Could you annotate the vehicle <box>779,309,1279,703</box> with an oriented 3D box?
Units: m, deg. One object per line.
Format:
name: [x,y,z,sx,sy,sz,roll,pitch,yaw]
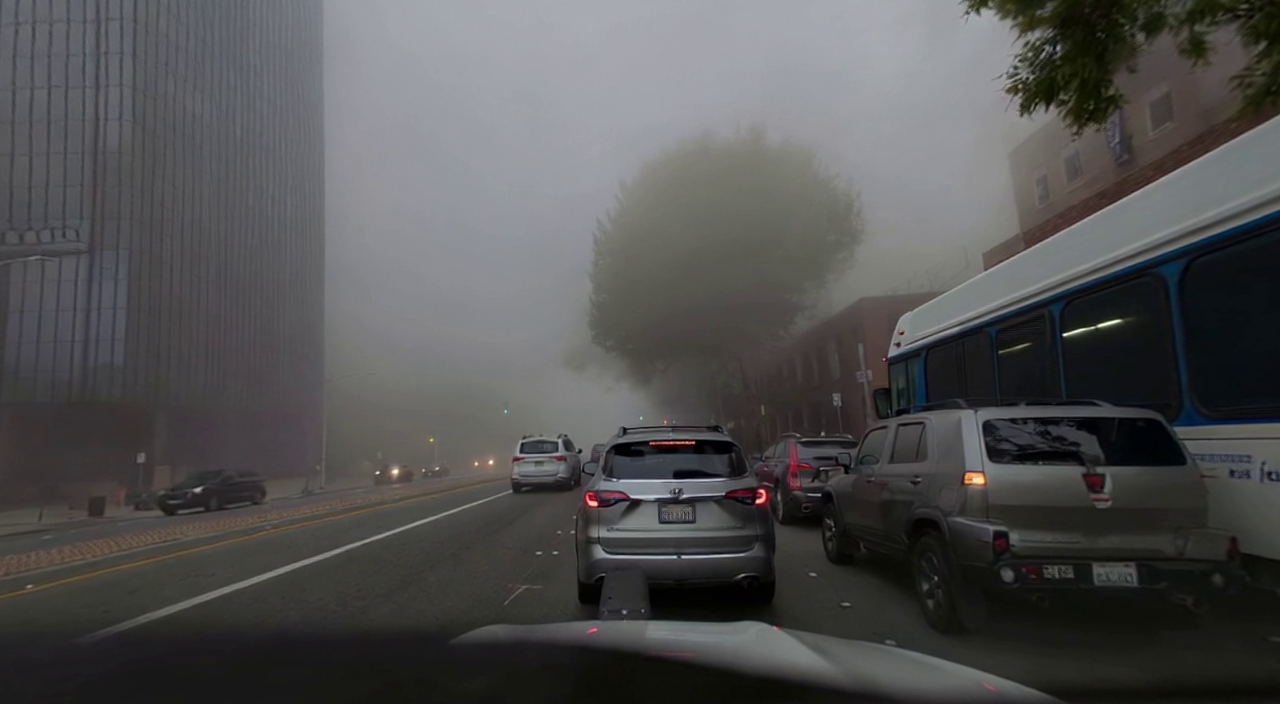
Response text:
vehicle: [2.728,1.098,4.921,2.117,1.855,4.794,0,-9,-1]

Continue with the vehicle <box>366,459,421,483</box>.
vehicle: [-19.120,9.229,49.158,2.274,1.708,4.863,0,-9,1]

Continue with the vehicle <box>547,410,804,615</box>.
vehicle: [0.229,1.553,6.895,2.045,1.608,3.573,0,-9,-2]

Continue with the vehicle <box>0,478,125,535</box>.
vehicle: [-22.681,5.799,24.064,1.975,1.698,4.715,0,-9,1]

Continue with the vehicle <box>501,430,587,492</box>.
vehicle: [-3.187,3.769,22.173,2.175,1.919,5.223,0,-9,0]

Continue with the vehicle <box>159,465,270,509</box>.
vehicle: [-18.975,6.009,28.367,1.964,1.686,4.144,0,-9,2]
